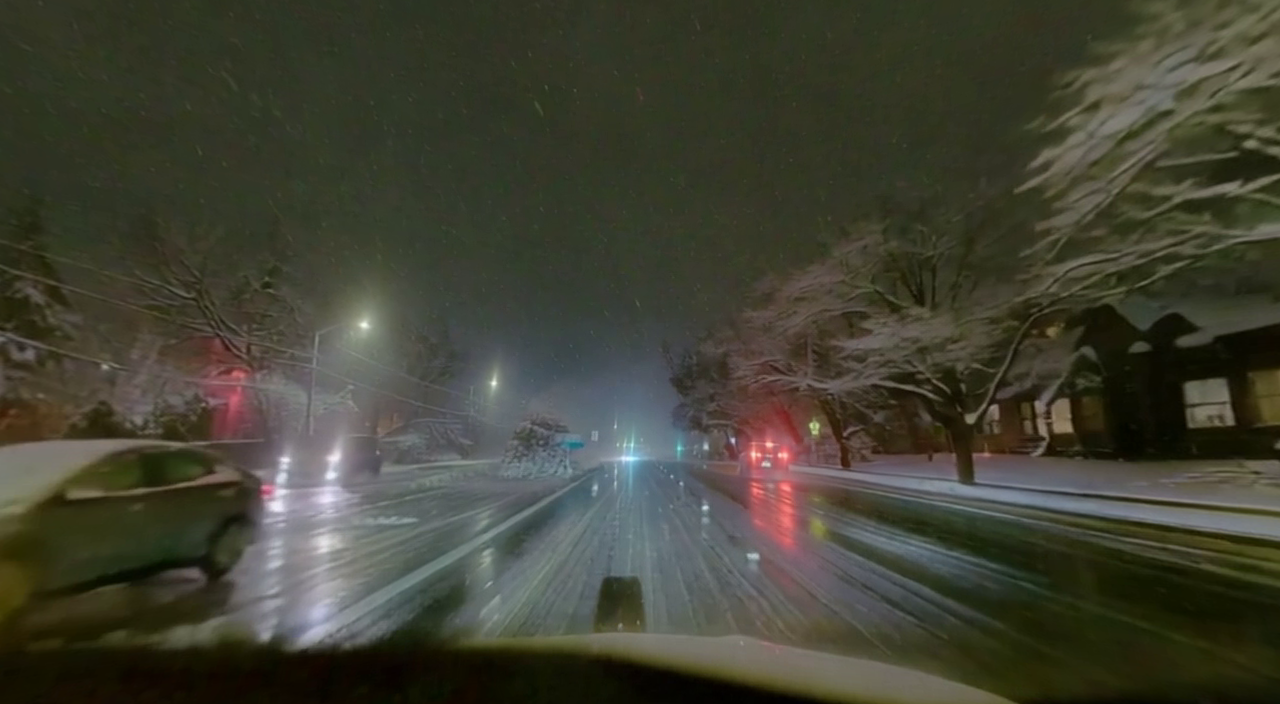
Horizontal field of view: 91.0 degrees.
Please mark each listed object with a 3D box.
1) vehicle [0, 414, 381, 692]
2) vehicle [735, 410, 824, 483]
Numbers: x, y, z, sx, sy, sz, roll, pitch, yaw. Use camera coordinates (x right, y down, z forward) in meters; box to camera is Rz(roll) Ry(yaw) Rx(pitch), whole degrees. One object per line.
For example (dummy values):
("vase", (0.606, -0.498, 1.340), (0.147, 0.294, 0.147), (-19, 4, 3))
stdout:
("vehicle", (-4.333, 1.476, 5.801), (2.003, 1.539, 4.396), (-1, -9, 0))
("vehicle", (6.689, 4.731, 31.496), (2.802, 3.208, 7.459), (0, -9, 0))
